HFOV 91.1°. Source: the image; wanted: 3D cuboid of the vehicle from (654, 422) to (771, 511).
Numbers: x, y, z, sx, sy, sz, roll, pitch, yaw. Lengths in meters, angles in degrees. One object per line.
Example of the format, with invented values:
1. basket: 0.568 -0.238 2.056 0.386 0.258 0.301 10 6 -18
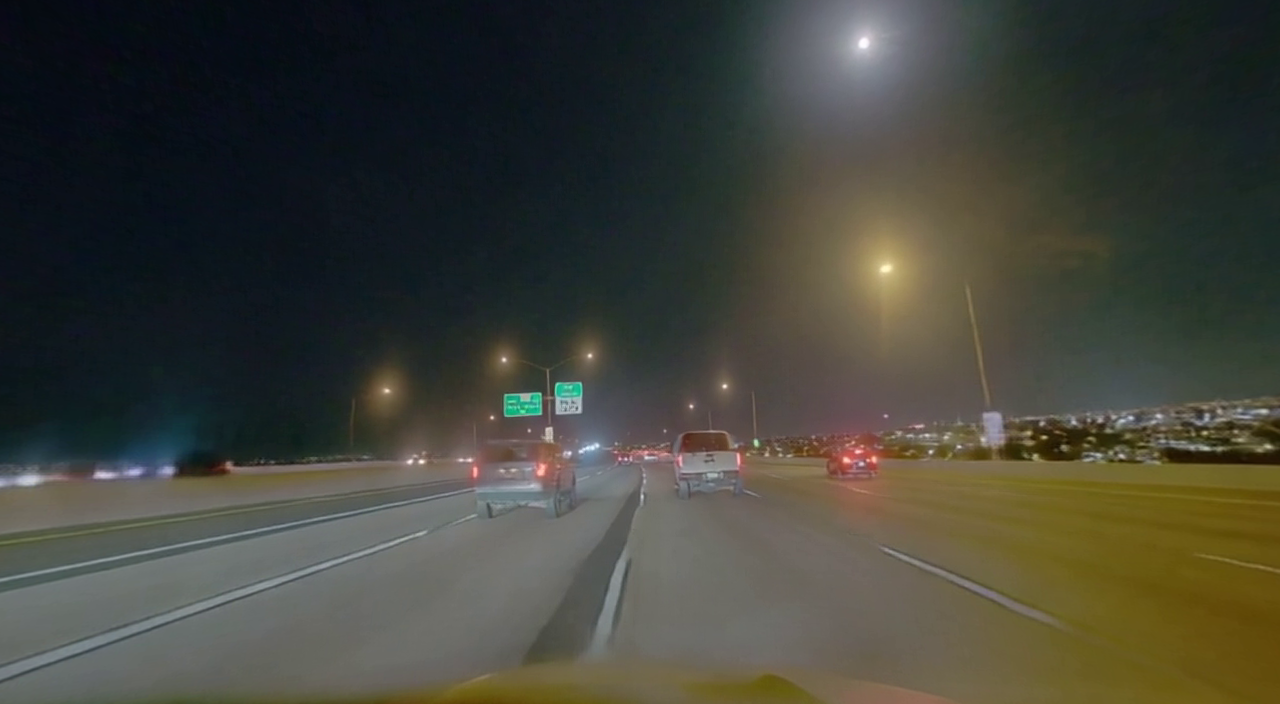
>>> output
1. vehicle: 1.772 3.130 17.728 2.732 2.065 5.826 -1 -9 1

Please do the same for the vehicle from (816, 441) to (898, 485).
1. vehicle: 9.593 4.933 28.205 2.133 1.770 4.537 0 -9 1

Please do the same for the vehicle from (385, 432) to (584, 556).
1. vehicle: -2.274 2.221 10.537 2.099 1.640 4.134 -1 -9 3
